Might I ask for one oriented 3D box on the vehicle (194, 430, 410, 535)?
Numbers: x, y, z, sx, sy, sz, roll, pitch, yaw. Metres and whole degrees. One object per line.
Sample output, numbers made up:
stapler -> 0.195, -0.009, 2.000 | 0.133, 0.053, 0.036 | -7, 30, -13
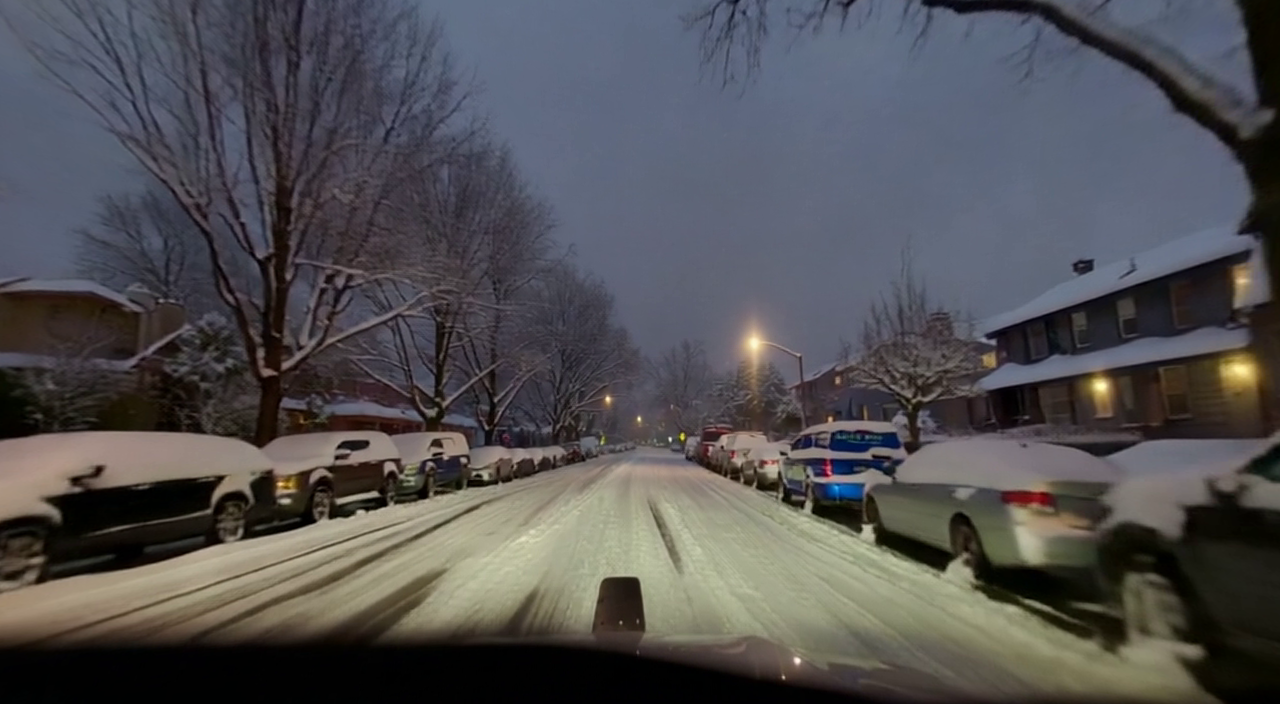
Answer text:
vehicle -> -7.076, 2.766, 14.084 | 1.891, 1.780, 5.240 | -3, -9, 1

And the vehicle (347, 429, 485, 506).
vehicle -> -6.758, 3.517, 19.953 | 2.085, 1.997, 5.755 | -2, -8, 2

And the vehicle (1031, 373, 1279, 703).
vehicle -> 4.021, 0.853, 2.305 | 1.903, 1.714, 5.092 | 0, -9, 0

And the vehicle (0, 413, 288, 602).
vehicle -> -7.082, 1.804, 7.648 | 1.965, 1.797, 6.086 | -3, -10, 2

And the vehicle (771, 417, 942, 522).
vehicle -> 4.351, 2.463, 13.776 | 1.985, 1.819, 5.163 | 0, -9, 1
